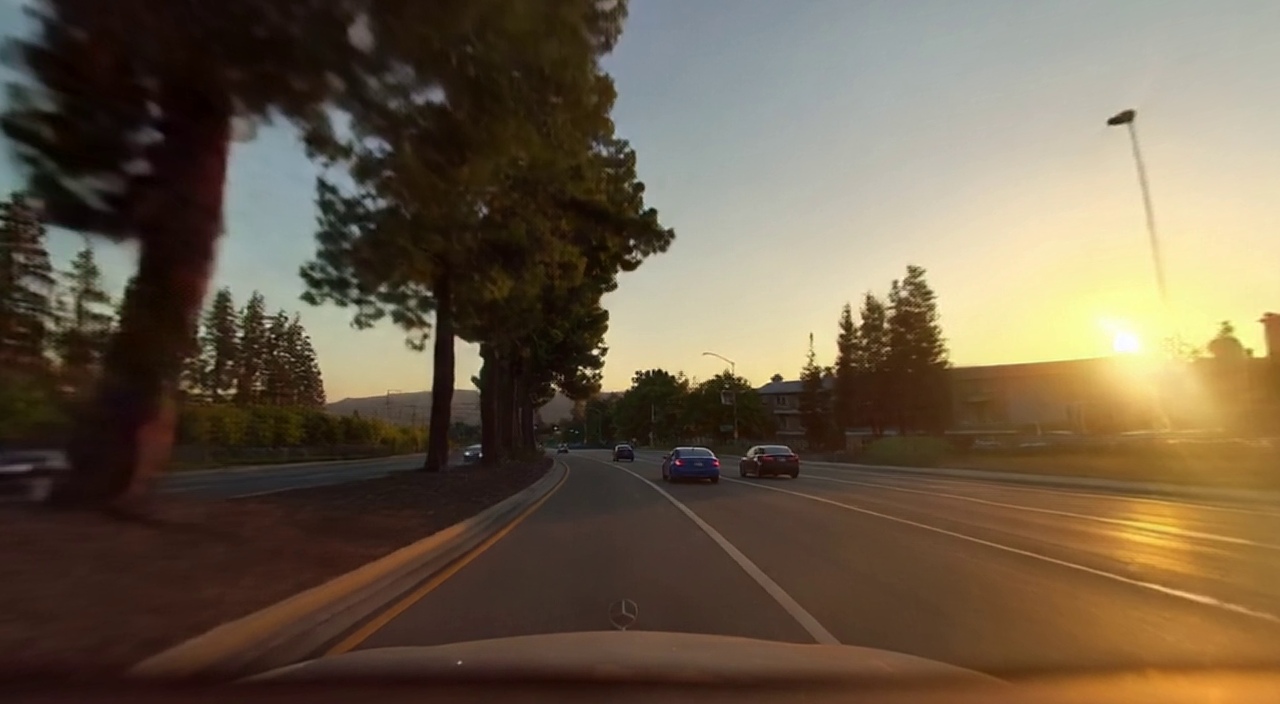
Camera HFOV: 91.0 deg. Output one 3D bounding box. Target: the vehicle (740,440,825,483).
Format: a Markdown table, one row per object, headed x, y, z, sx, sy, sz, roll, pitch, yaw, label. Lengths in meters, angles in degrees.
| x | y | z | sx | sy | sz | roll | pitch | yaw | label |
| --- | --- | --- | --- | --- | --- | --- | --- | --- | --- |
| 5.263 | 4.105 | 23.910 | 1.901 | 1.474 | 4.363 | 1 | -8 | -5 | vehicle |

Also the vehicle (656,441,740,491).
| x | y | z | sx | sy | sz | roll | pitch | yaw | label |
| --- | --- | --- | --- | --- | --- | --- | --- | --- | --- |
| 1.801 | 3.742 | 21.069 | 2.077 | 1.464 | 4.134 | 1 | -8 | -5 | vehicle |
